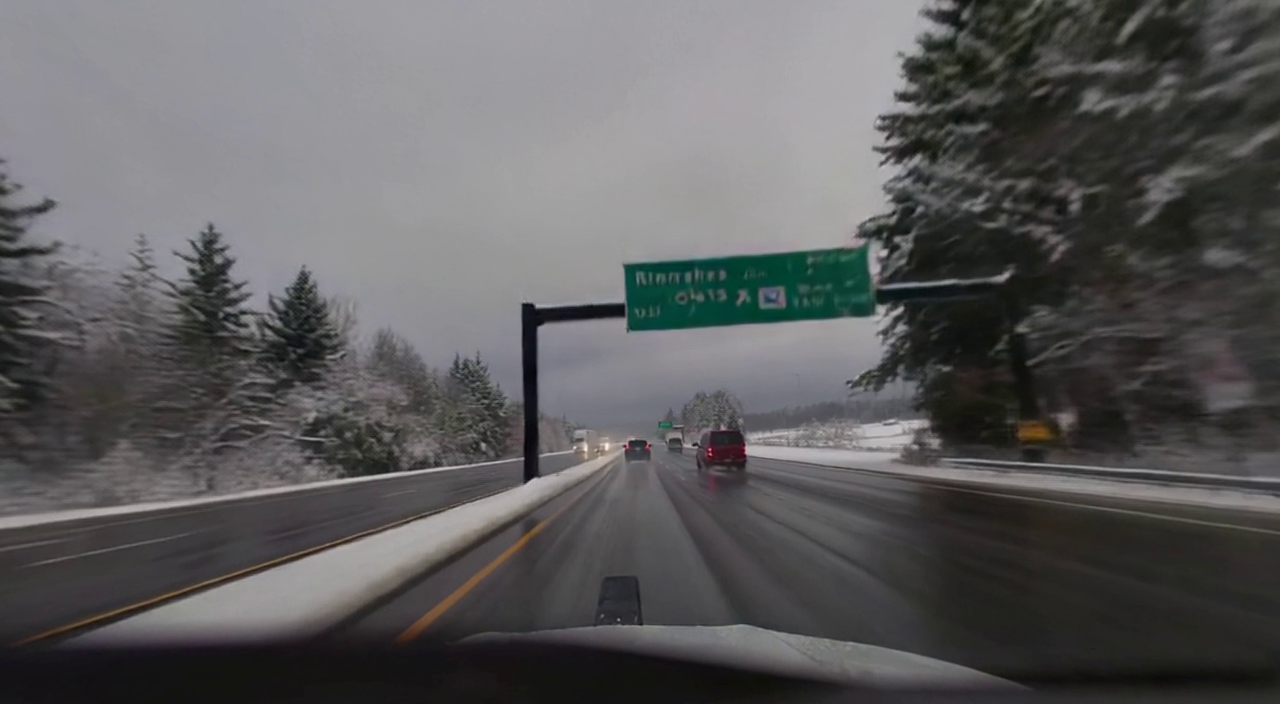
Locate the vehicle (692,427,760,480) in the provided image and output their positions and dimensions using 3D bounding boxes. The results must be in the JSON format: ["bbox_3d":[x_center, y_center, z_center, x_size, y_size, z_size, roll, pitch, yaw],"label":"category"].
[{"bbox_3d":[3.425,4.172,25.938,1.981,1.984,4.623,0,-9,-2],"label":"vehicle"}]

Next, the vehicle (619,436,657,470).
[{"bbox_3d":[-0.149,6.157,38.266,2.192,1.912,4.524,0,-9,-1],"label":"vehicle"}]
